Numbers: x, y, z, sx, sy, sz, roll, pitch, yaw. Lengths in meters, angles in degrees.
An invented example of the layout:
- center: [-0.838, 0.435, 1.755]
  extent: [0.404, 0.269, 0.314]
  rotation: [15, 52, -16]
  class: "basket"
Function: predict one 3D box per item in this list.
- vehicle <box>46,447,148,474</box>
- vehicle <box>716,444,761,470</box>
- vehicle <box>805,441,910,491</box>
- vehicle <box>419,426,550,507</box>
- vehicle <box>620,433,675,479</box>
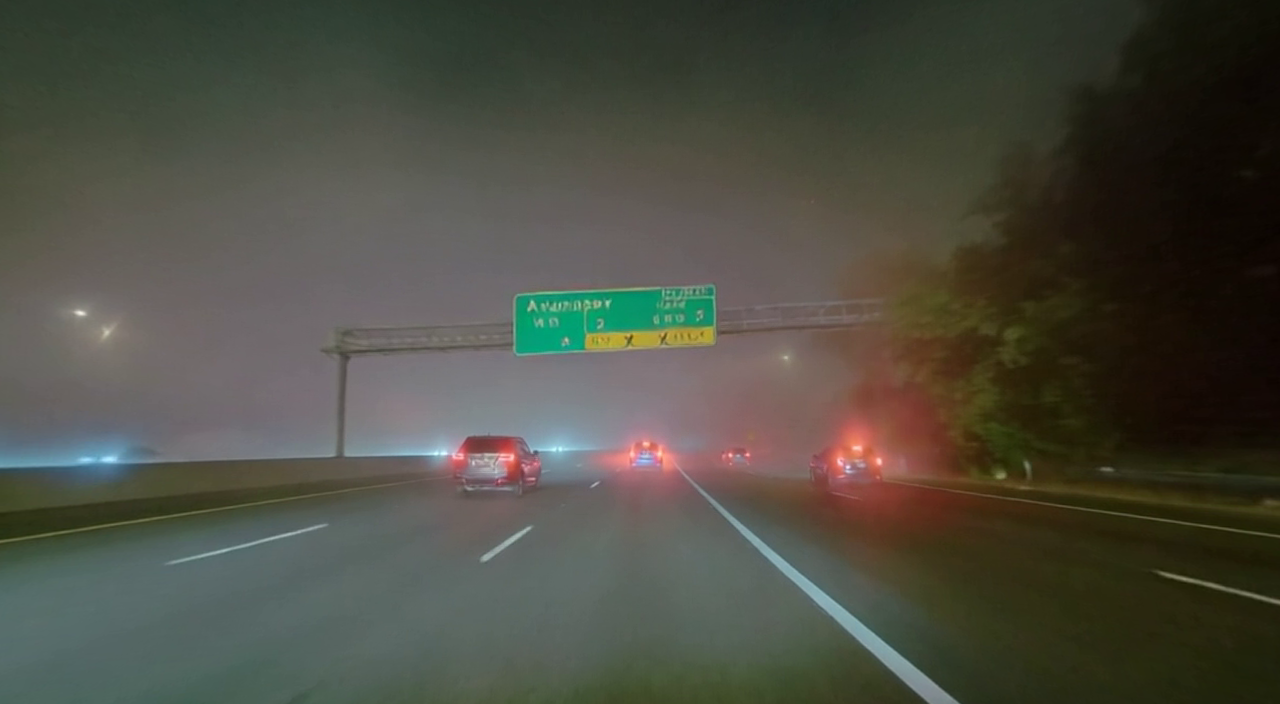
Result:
- center: [-32.529, 6.497, 37.923]
  extent: [1.851, 1.532, 4.535]
  rotation: [-1, -9, 4]
  class: "vehicle"
- center: [5.862, 6.309, 38.088]
  extent: [2.005, 1.456, 4.287]
  rotation: [0, -9, -1]
  class: "vehicle"
- center: [7.105, 3.753, 21.105]
  extent: [1.936, 1.480, 4.373]
  rotation: [0, -9, 0]
  class: "vehicle"
- center: [-3.779, 2.877, 16.188]
  extent: [2.142, 1.759, 4.297]
  rotation: [0, -9, 2]
  class: "vehicle"
- center: [0.328, 4.680, 28.522]
  extent: [2.270, 1.862, 4.949]
  rotation: [0, -9, 1]
  class: "vehicle"
